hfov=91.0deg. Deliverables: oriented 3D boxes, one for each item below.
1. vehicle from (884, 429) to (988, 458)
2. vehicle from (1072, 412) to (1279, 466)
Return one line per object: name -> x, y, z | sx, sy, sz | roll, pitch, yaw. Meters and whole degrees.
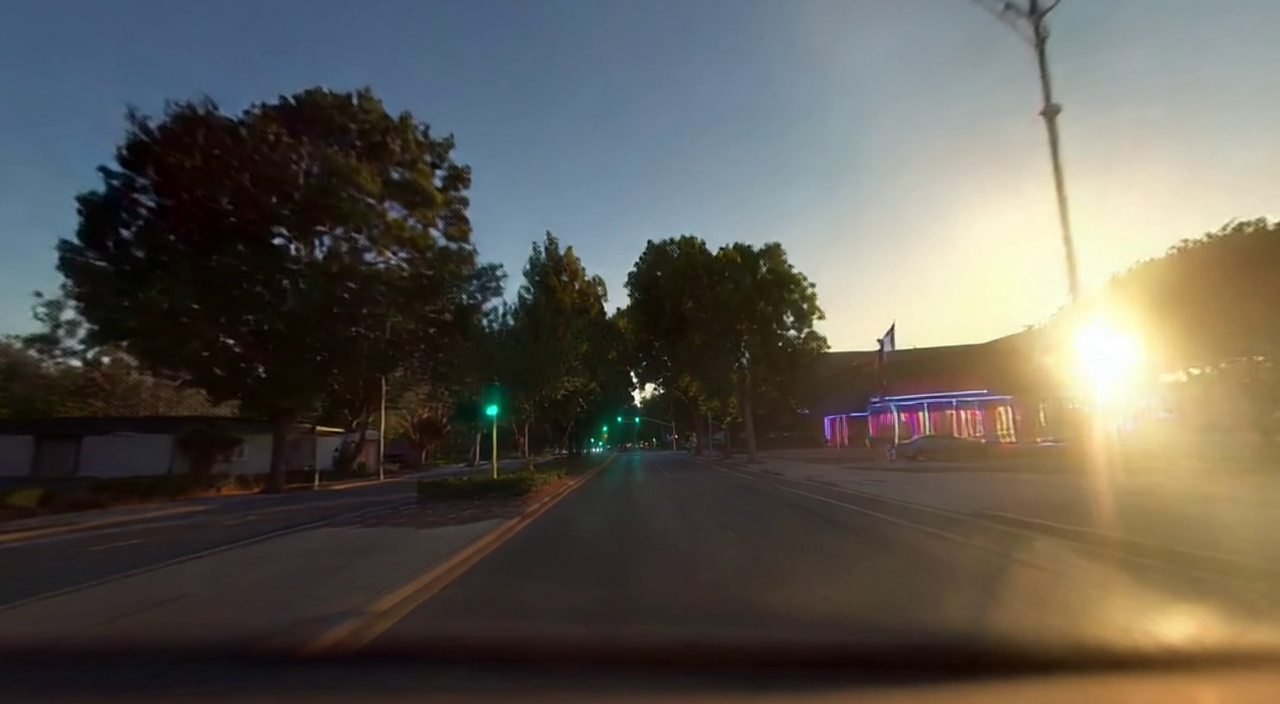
vehicle -> 16.222, 5.037, 34.685 | 4.701, 1.500, 2.050 | 0, -8, 0
vehicle -> 16.624, 2.700, 19.354 | 5.124, 1.541, 2.070 | 0, -9, -1
